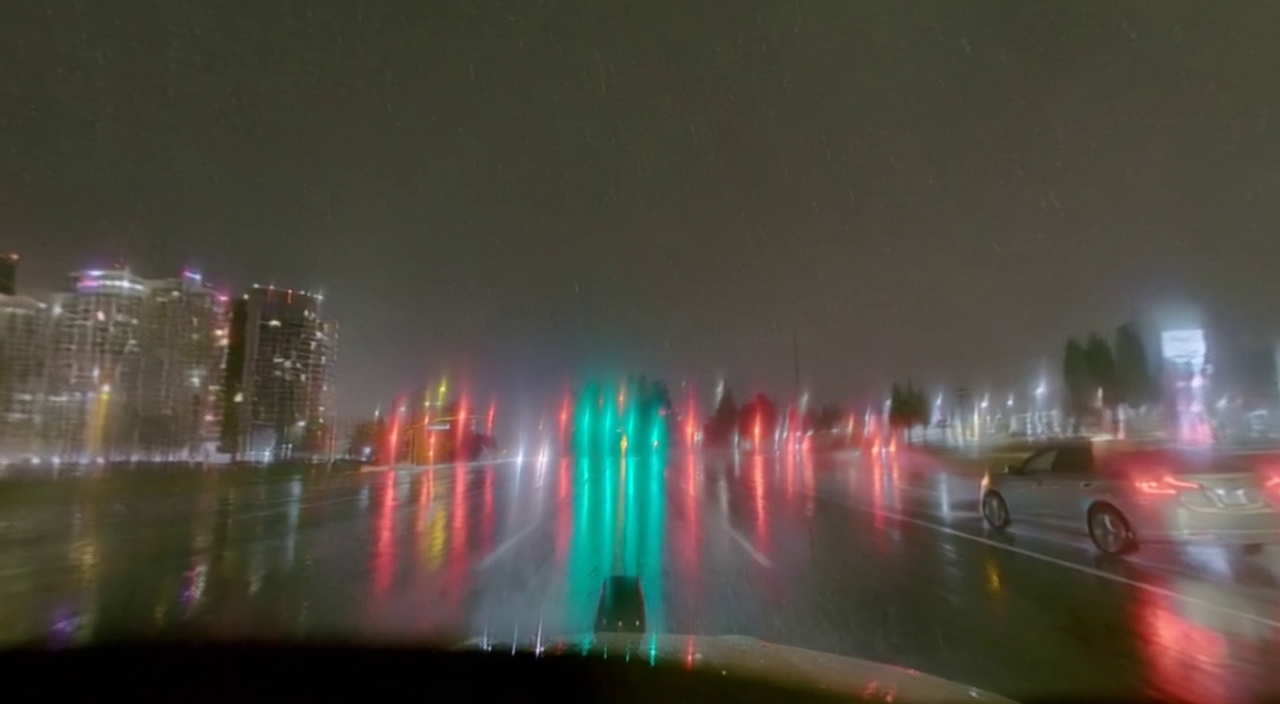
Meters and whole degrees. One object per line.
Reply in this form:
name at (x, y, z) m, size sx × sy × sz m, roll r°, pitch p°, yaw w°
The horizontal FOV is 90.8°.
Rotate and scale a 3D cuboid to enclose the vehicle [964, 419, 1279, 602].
vehicle at (6.137, 1.639, 7.550) m, size 2.070 × 1.491 × 4.575 m, roll 0°, pitch -8°, yaw 0°
